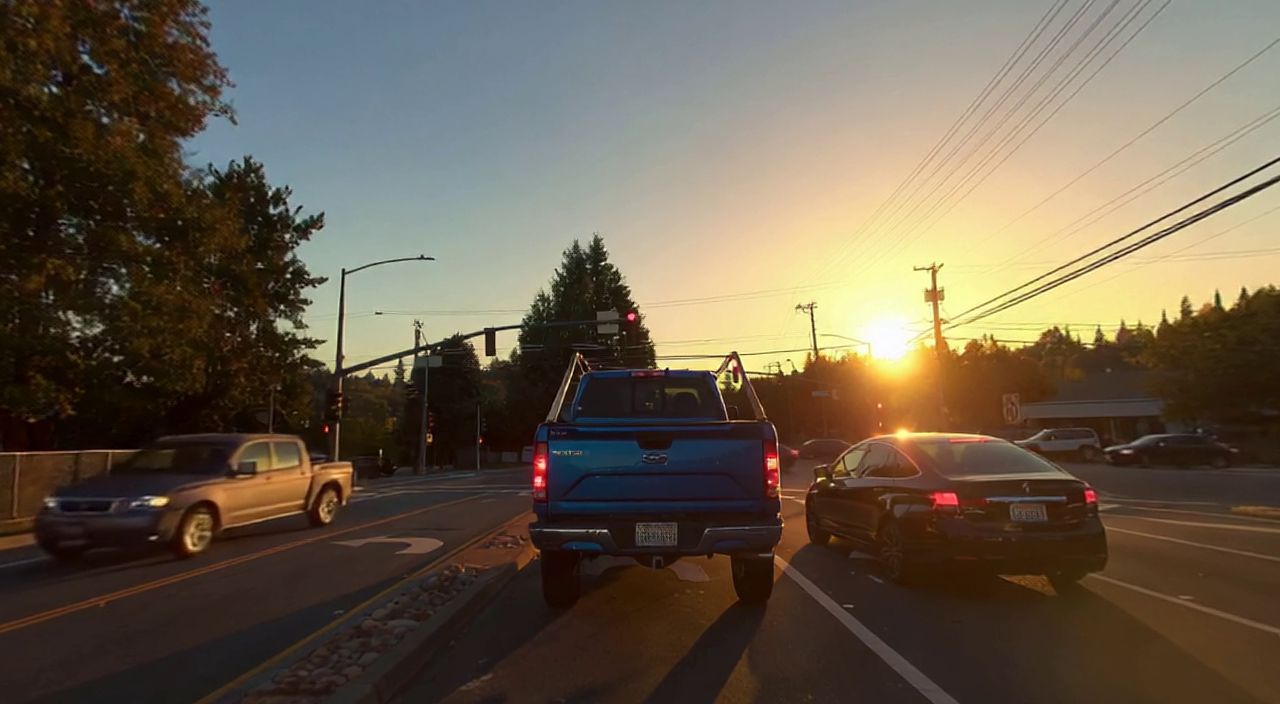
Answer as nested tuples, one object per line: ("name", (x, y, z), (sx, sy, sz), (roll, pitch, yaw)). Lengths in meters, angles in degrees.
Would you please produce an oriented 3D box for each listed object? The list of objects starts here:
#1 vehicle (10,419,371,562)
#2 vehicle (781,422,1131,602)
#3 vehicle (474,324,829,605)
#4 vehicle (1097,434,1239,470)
("vehicle", (-7.458, 2.330, 11.539), (2.455, 1.971, 5.329), (-1, -8, 3))
("vehicle", (3.114, 1.645, 7.380), (1.993, 1.495, 4.060), (0, -8, 0))
("vehicle", (0.099, 1.343, 8.236), (2.831, 2.284, 6.149), (0, -8, 0))
("vehicle", (26.279, 4.992, 31.612), (4.871, 1.673, 2.153), (-2, -9, 14))
